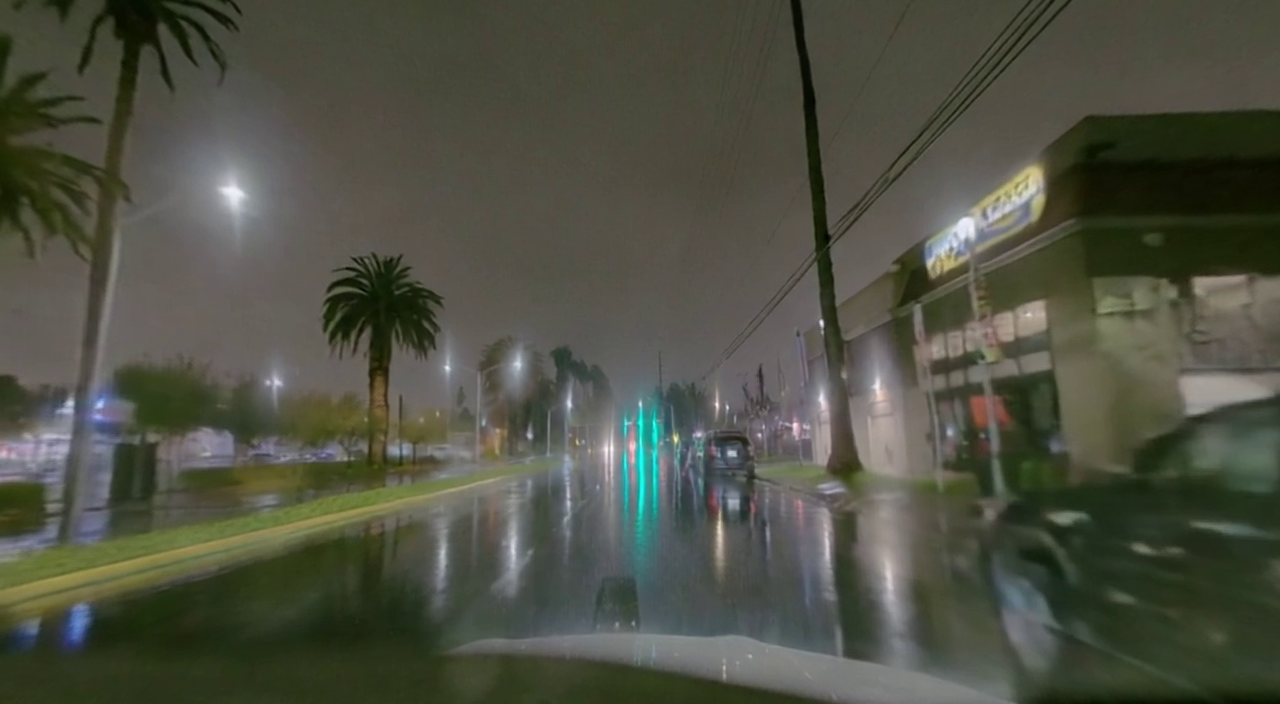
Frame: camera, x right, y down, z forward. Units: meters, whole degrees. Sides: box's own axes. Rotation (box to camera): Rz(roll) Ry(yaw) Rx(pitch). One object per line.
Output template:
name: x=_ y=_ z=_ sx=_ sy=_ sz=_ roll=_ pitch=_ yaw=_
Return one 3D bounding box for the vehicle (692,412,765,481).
vehicle: x=3.585 y=3.983 z=26.713 sx=2.221 sy=2.552 sz=5.594 roll=0 pitch=-8 yaw=-1

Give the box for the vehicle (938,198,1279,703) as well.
vehicle: x=3.448 y=0.461 z=1.413 sx=2.557 sy=2.128 sz=6.242 roll=1 pitch=-8 yaw=0
